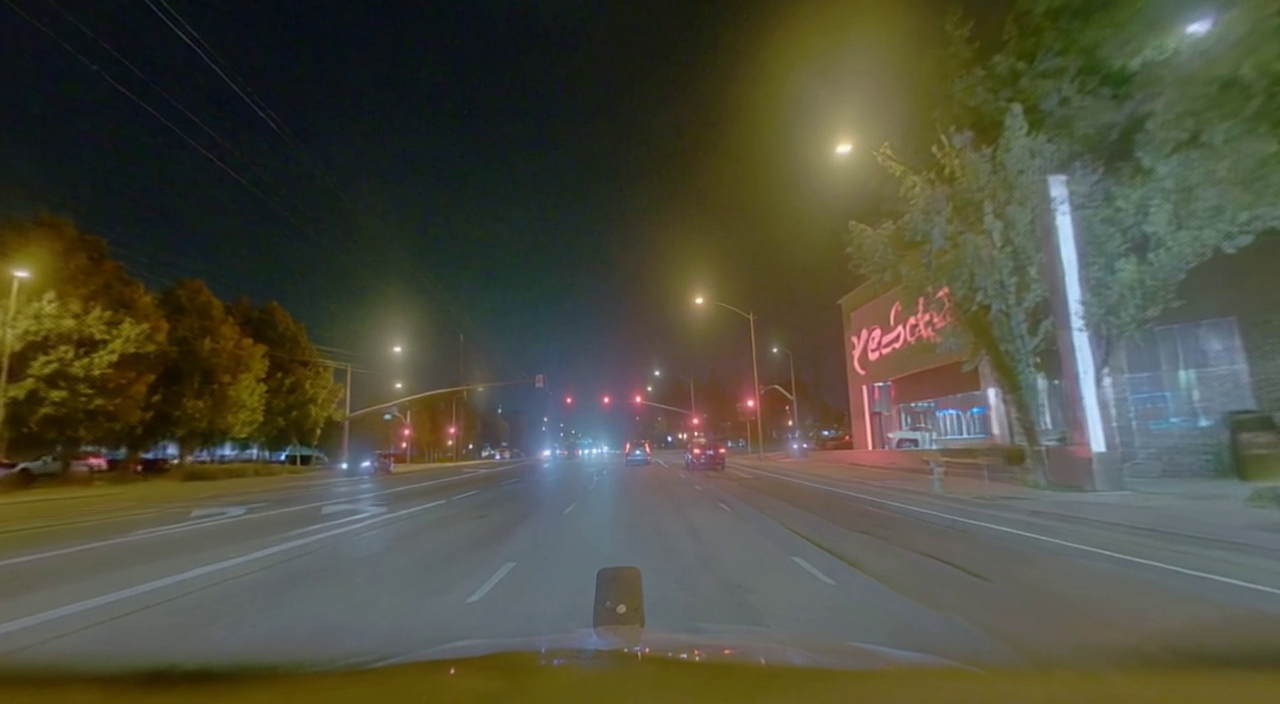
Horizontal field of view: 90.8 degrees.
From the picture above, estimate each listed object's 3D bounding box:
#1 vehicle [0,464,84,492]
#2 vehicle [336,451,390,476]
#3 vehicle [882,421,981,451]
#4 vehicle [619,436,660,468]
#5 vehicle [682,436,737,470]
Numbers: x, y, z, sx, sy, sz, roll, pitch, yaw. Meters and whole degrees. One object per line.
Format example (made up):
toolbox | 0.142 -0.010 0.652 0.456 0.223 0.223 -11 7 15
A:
vehicle | -34.181 7.060 35.411 4.096 1.414 1.834 5 -10 -29
vehicle | -18.420 7.394 42.214 1.832 1.515 4.369 0 -9 -3
vehicle | 15.674 4.570 34.156 4.344 1.512 1.936 -1 -9 5
vehicle | -0.087 5.698 36.025 2.146 1.685 4.003 0 -9 -2
vehicle | 3.602 5.340 33.602 2.198 1.660 4.512 0 -9 -3
